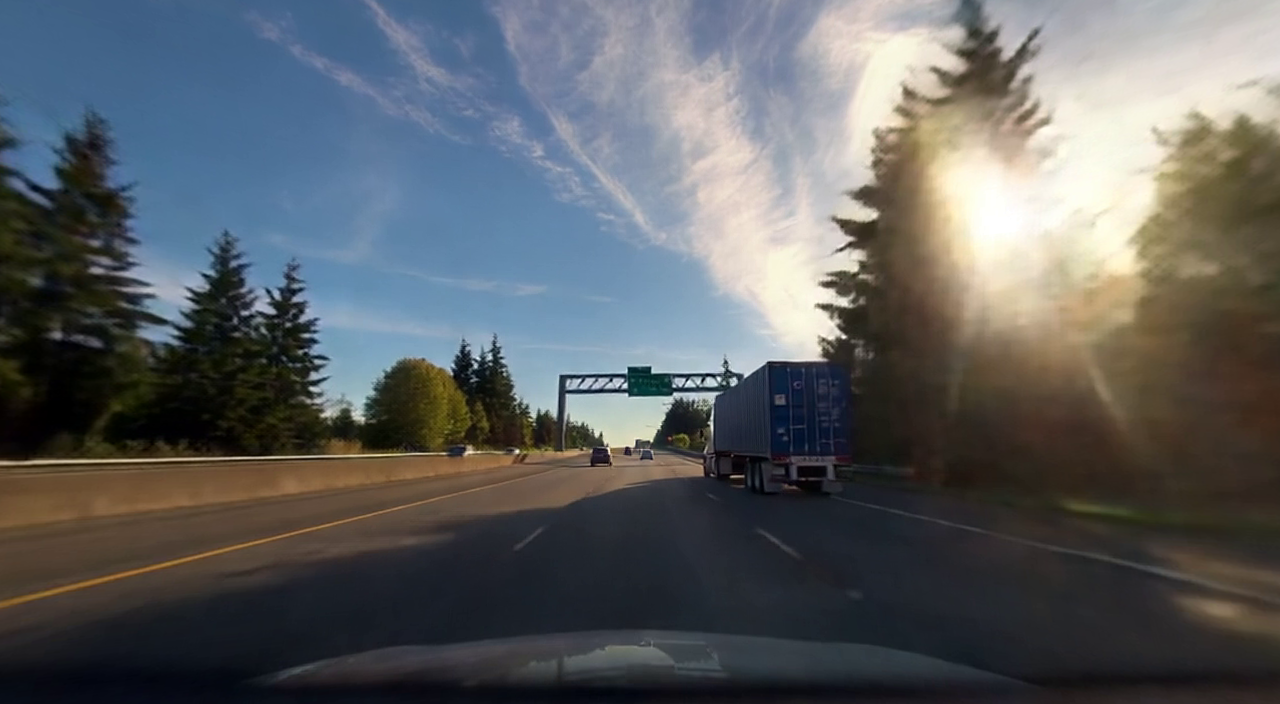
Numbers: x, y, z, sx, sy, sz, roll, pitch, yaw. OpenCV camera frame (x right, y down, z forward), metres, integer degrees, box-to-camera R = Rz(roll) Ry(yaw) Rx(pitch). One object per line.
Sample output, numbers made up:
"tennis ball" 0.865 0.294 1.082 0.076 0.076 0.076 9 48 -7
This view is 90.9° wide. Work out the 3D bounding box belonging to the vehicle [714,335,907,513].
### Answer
"vehicle" 4.595 2.612 20.799 2.821 4.046 12.876 0 -9 0
